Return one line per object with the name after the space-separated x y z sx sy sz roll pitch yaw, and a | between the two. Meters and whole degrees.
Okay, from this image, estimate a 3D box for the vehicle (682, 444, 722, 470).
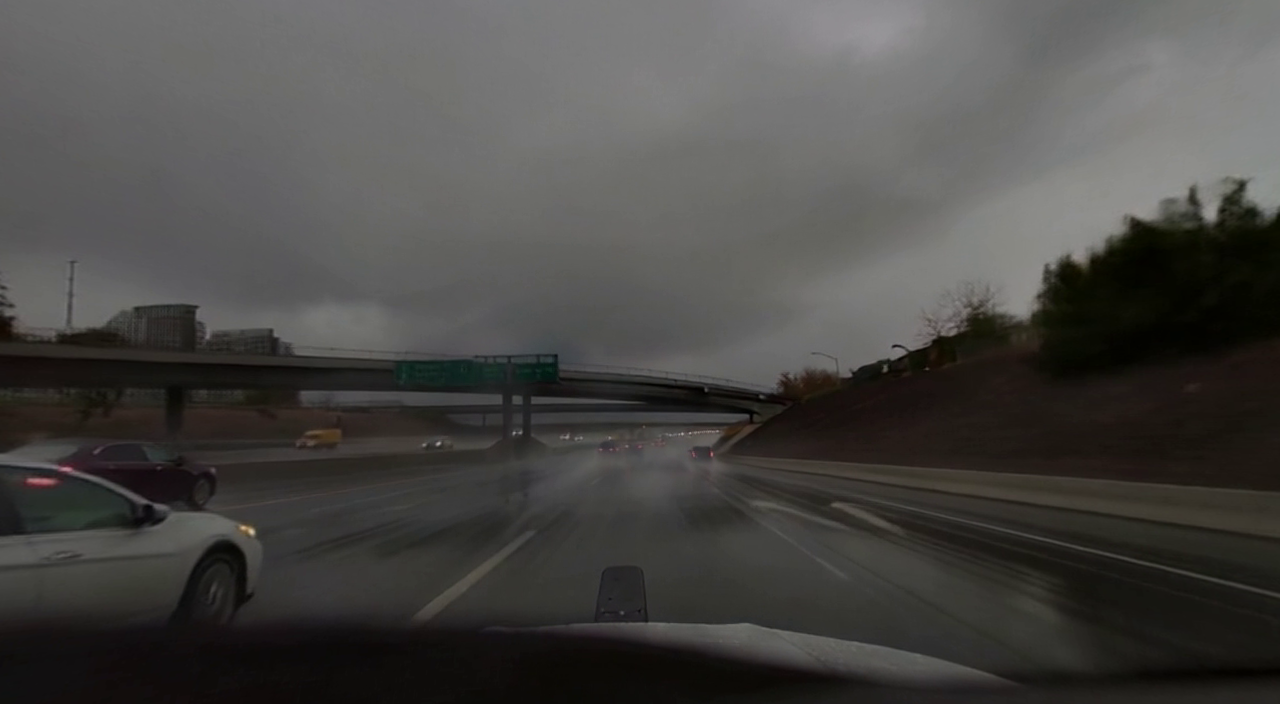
3.841 6.597 39.935 2.059 1.509 4.670 0 -8 0 | vehicle

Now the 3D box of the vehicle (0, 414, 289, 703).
-3.766 1.012 2.677 1.990 1.477 4.308 0 -8 1 | vehicle
